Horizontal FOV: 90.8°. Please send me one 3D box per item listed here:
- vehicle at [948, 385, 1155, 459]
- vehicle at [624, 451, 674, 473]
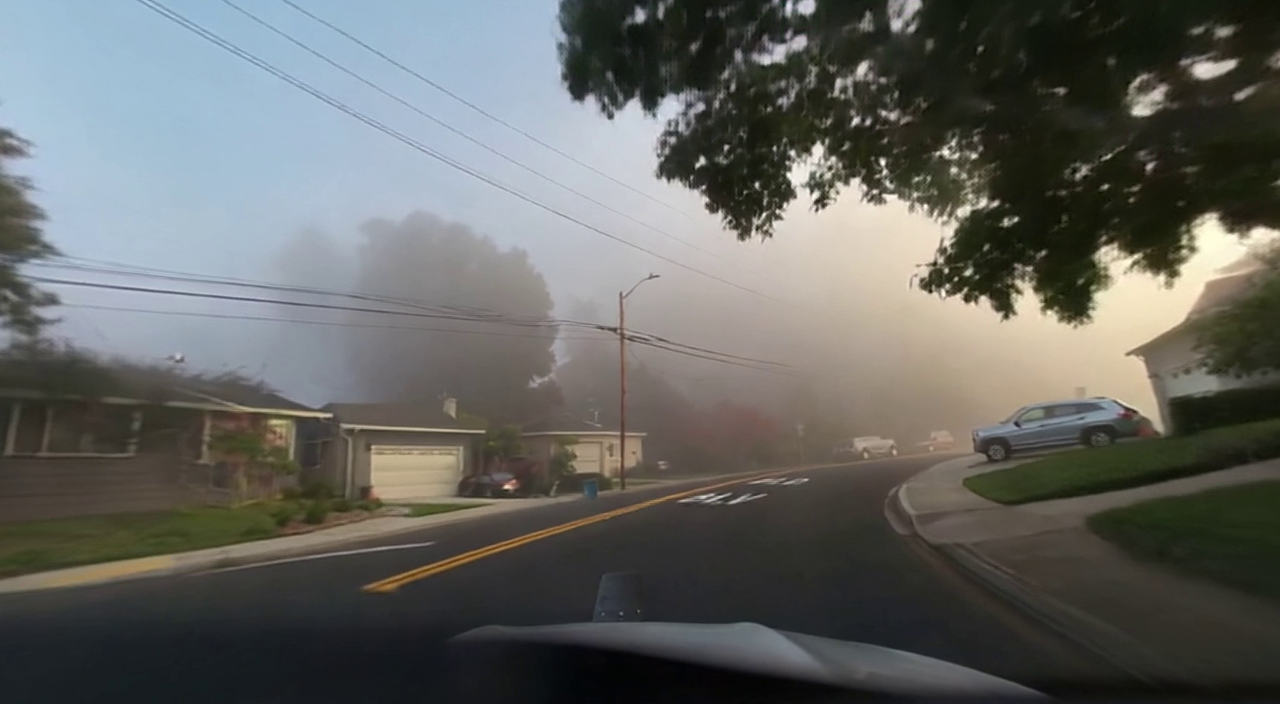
[{"bbox_3d":[12.508,2.247,19.537,5.011,2.014,2.056,-6,-11,34],"label":"vehicle"},{"bbox_3d":[0.642,8.309,47.779,1.842,1.489,3.697,6,-10,-39],"label":"vehicle"}]
